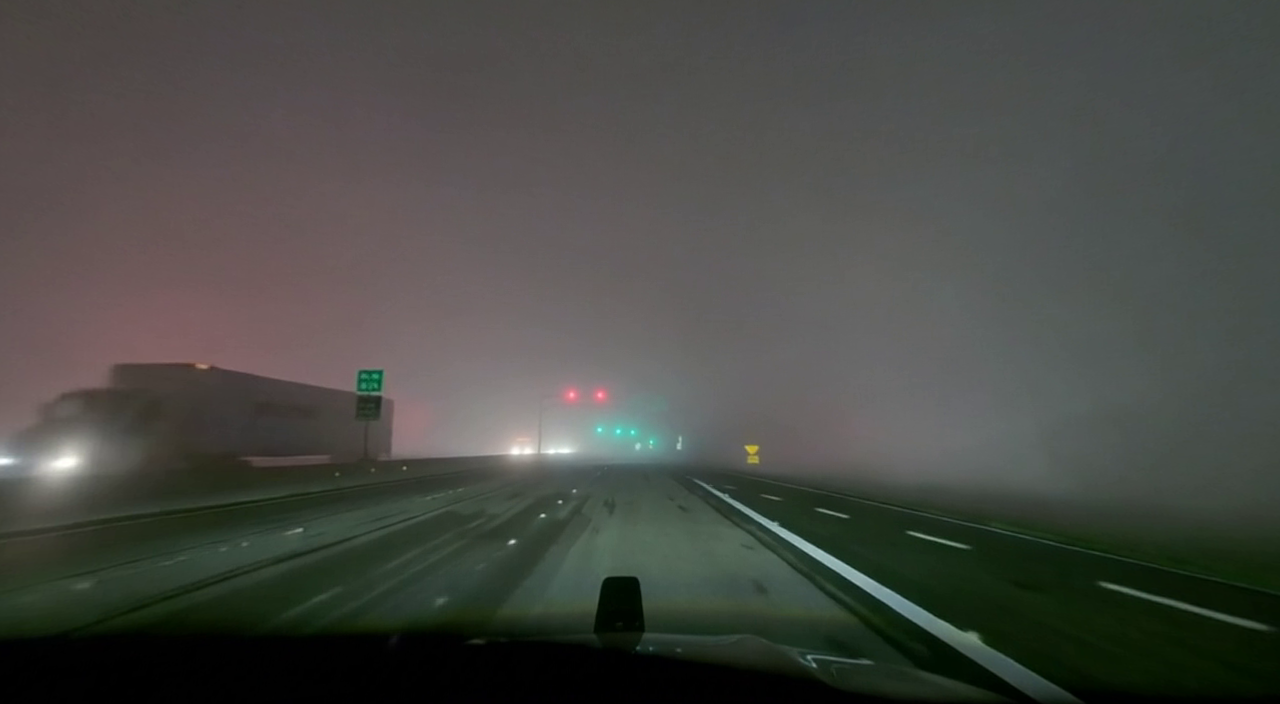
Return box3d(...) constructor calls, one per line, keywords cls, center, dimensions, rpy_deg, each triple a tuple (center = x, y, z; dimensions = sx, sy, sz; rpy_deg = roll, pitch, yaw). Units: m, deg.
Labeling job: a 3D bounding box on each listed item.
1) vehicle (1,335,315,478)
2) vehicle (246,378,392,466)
box3d(cls="vehicle", center=(-15.611, 2.236, 22.209), dimensions=(2.962, 3.855, 10.399), rpy_deg=(0, -9, -1))
box3d(cls="vehicle", center=(-15.610, 3.670, 31.683), dimensions=(2.883, 3.846, 8.312), rpy_deg=(0, -9, 0))
